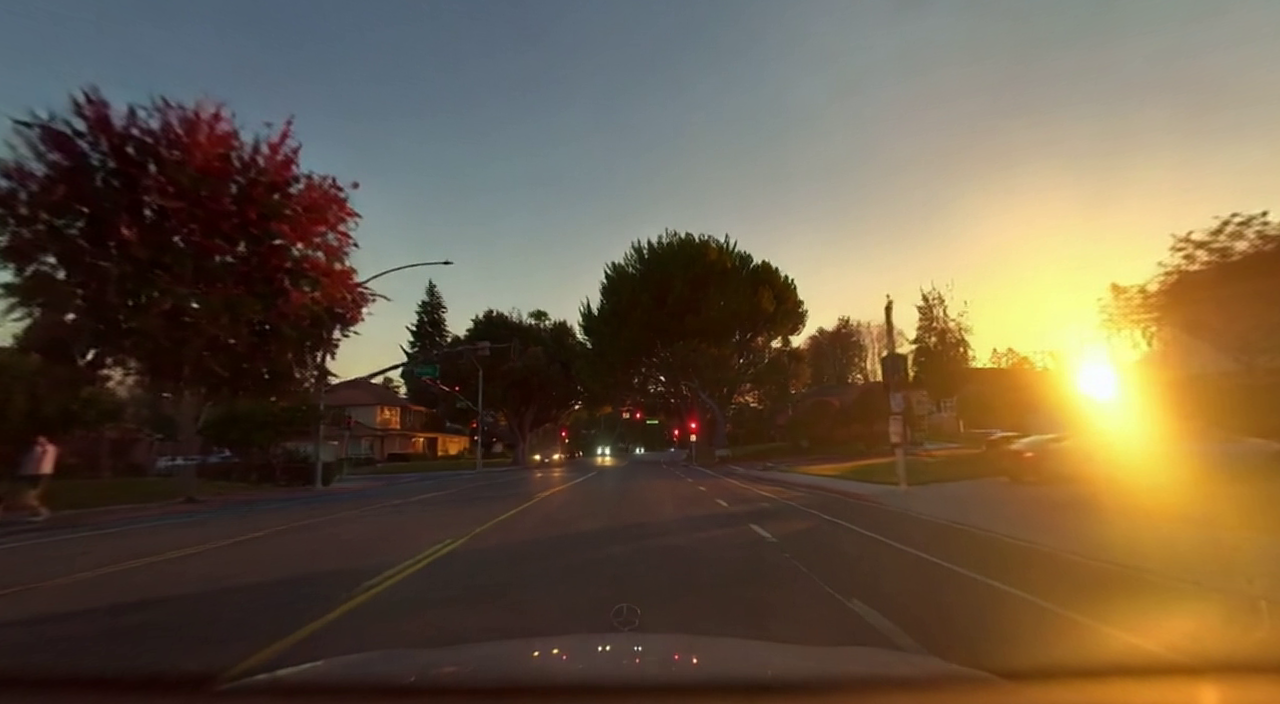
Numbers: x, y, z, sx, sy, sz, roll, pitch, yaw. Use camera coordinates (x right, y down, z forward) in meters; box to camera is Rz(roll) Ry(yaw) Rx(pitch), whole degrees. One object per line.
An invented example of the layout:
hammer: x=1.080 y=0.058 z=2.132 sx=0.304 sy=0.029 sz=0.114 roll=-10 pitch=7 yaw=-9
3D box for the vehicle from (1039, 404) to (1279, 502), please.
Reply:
vehicle: x=10.835 y=1.984 z=12.576 sx=4.423 sy=1.779 sz=1.883 roll=0 pitch=-8 yaw=1
